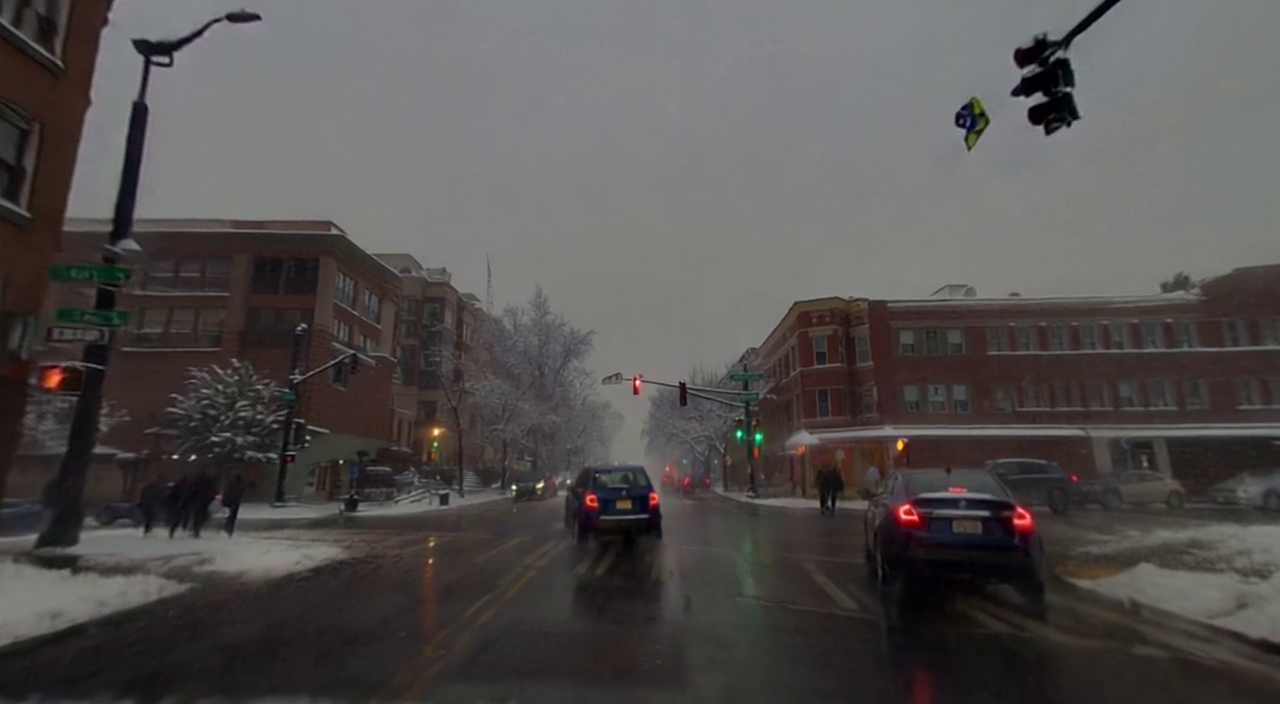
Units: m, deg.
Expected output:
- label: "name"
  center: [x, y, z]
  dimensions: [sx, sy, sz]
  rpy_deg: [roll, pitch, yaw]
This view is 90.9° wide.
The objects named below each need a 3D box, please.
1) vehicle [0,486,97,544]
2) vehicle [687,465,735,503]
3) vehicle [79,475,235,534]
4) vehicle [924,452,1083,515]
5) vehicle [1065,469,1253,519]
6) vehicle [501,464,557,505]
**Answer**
- label: "vehicle"
  center: [-25.358, 6.593, 25.616]
  dimensions: [4.588, 2.048, 2.110]
  rpy_deg: [-1, -8, 1]
- label: "vehicle"
  center: [3.802, 7.171, 34.552]
  dimensions: [1.908, 1.741, 4.066]
  rpy_deg: [-1, -8, -3]
- label: "vehicle"
  center: [-19.495, 6.148, 25.601]
  dimensions: [4.750, 2.083, 2.002]
  rpy_deg: [-2, -8, 3]
- label: "vehicle"
  center: [14.685, 5.314, 25.716]
  dimensions: [4.974, 2.266, 2.324]
  rpy_deg: [-1, -8, -1]
- label: "vehicle"
  center: [20.805, 5.701, 25.515]
  dimensions: [5.345, 1.747, 2.410]
  rpy_deg: [-1, -8, 2]
- label: "vehicle"
  center: [-6.021, 7.232, 34.812]
  dimensions: [2.226, 1.896, 4.438]
  rpy_deg: [-1, -8, 1]
